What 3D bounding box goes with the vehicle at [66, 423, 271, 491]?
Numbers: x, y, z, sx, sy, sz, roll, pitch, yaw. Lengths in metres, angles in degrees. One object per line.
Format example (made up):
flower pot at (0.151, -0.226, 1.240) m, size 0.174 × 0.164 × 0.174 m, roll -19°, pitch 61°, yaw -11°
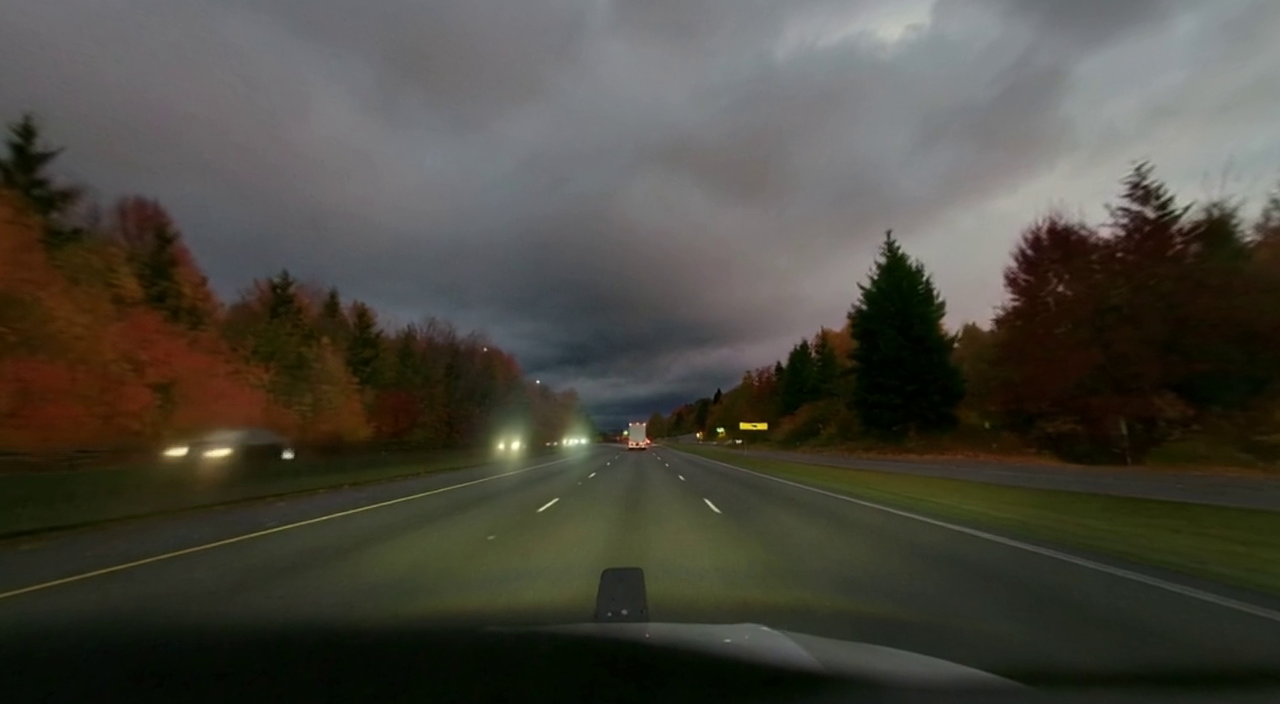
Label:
vehicle at (-11.754, 2.641, 16.161) m, size 1.871 × 1.495 × 4.368 m, roll 0°, pitch -8°, yaw 0°
